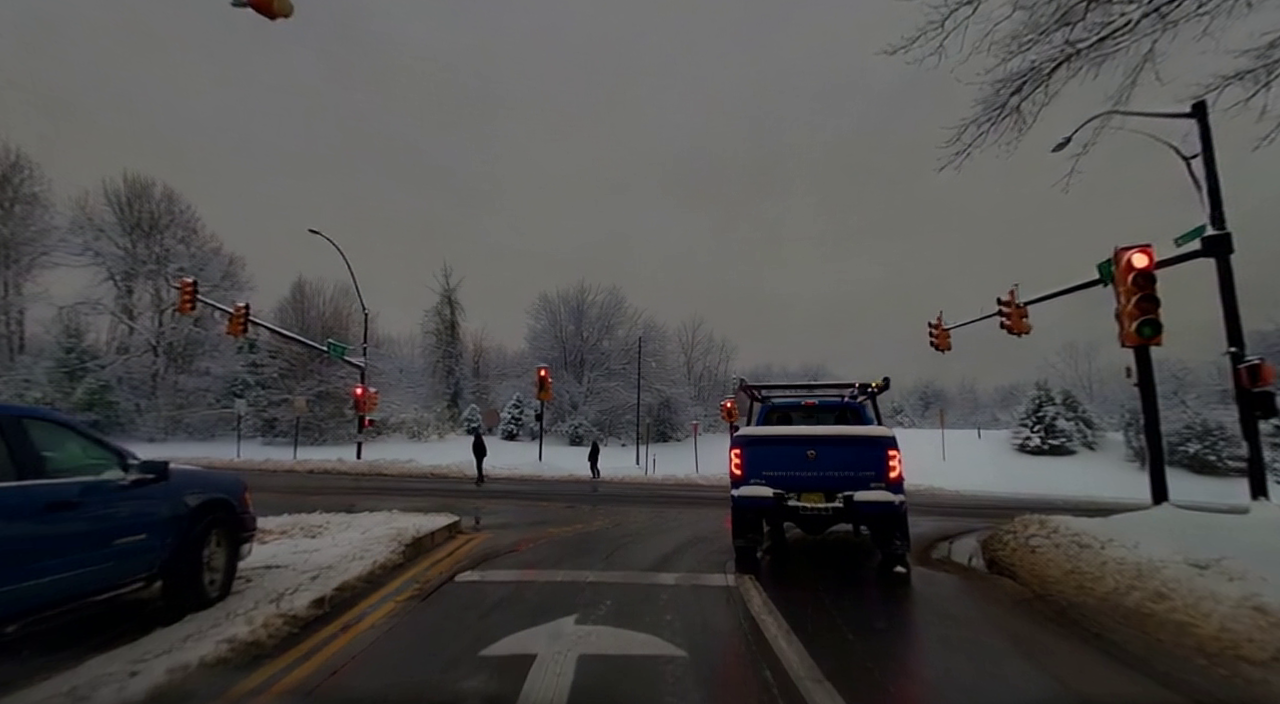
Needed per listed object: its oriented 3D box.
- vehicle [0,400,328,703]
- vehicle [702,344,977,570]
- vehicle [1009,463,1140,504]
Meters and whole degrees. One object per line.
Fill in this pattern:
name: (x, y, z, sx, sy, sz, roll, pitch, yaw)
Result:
vehicle: (-3.982, 1.096, 3.770, 1.913, 1.491, 4.547, 0, -8, -1)
vehicle: (2.707, 1.563, 9.942, 2.851, 2.400, 5.978, -1, -9, 11)
vehicle: (19.588, 5.935, 28.557, 4.356, 1.498, 1.957, -3, -8, 3)
